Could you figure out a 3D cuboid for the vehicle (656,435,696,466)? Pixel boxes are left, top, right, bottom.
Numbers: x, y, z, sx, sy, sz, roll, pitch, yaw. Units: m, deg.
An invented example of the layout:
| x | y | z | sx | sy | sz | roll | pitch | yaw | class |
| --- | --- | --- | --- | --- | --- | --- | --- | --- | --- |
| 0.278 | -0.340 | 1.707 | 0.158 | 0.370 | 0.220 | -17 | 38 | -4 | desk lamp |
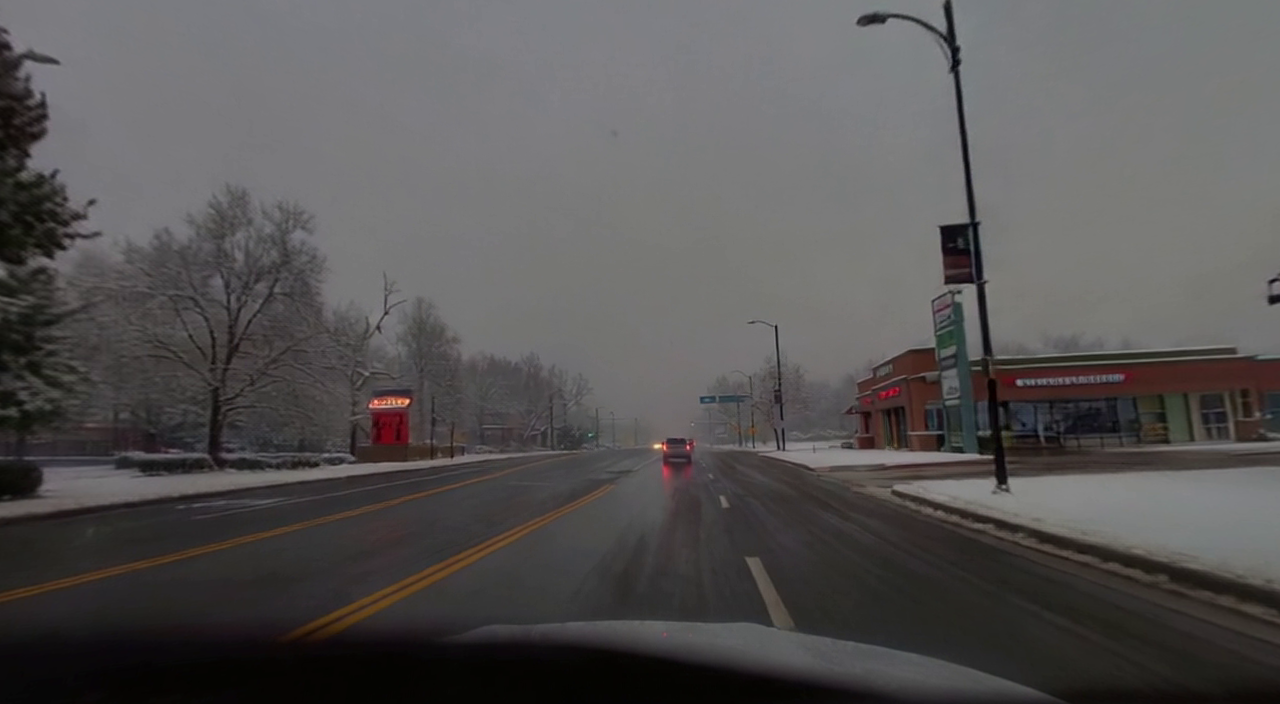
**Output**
| x | y | z | sx | sy | sz | roll | pitch | yaw | class |
| --- | --- | --- | --- | --- | --- | --- | --- | --- | --- |
| 2.272 | 6.061 | 38.827 | 2.235 | 1.719 | 4.292 | 1 | -8 | 6 | vehicle |
